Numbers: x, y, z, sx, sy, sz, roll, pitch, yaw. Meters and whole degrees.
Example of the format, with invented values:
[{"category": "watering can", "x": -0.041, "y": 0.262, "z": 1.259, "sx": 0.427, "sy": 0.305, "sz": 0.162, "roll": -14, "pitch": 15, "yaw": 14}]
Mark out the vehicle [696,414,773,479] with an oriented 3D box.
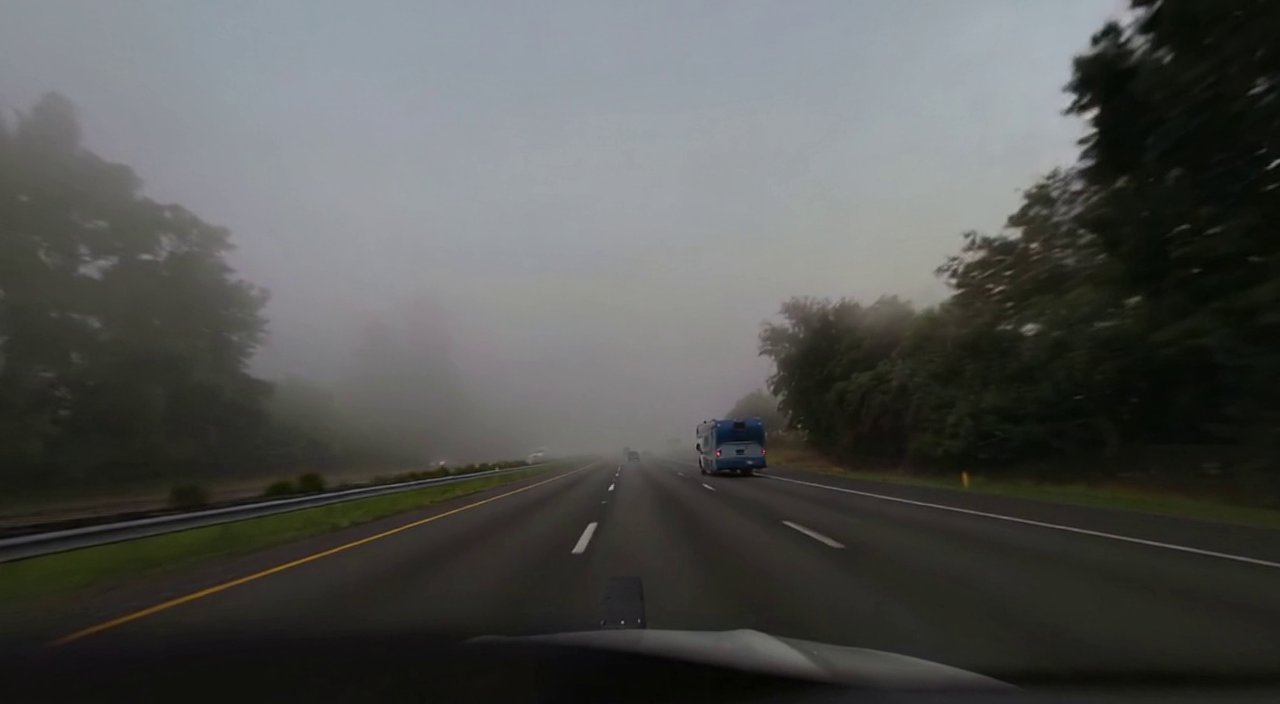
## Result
[{"category": "vehicle", "x": 4.405, "y": 4.594, "z": 30.576, "sx": 2.556, "sy": 2.763, "sz": 6.287, "roll": 0, "pitch": -9, "yaw": -2}]
